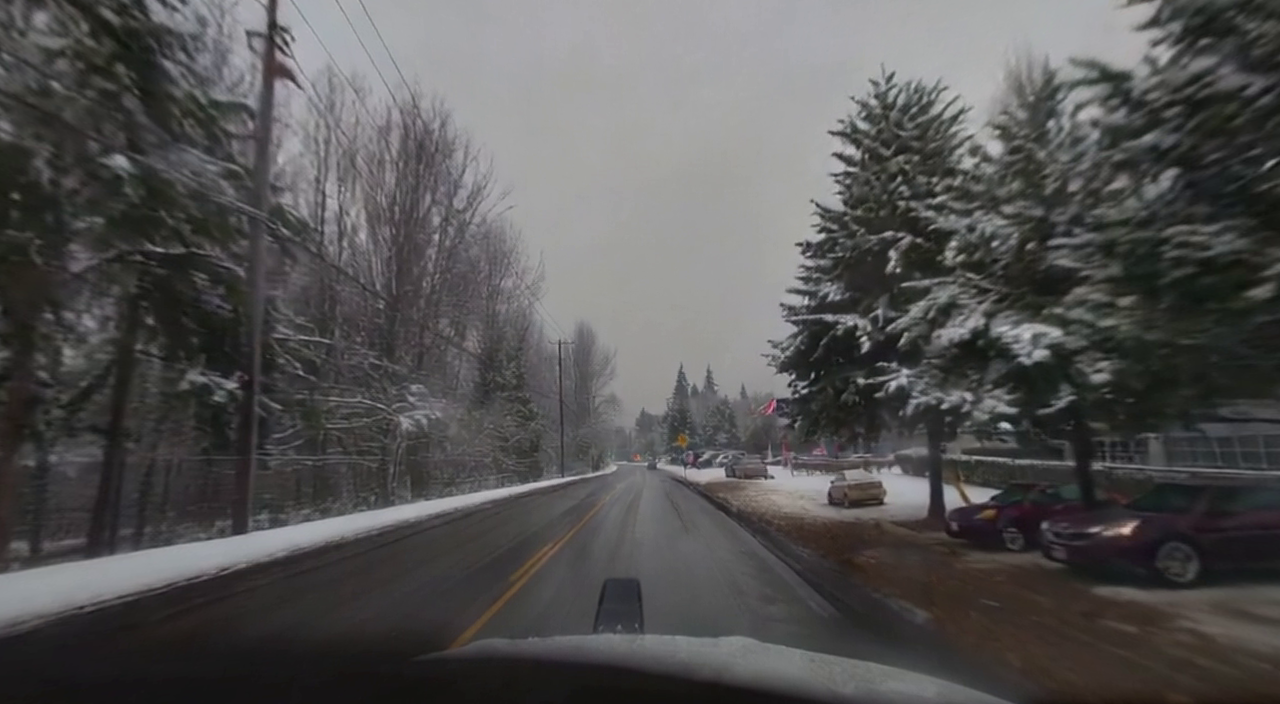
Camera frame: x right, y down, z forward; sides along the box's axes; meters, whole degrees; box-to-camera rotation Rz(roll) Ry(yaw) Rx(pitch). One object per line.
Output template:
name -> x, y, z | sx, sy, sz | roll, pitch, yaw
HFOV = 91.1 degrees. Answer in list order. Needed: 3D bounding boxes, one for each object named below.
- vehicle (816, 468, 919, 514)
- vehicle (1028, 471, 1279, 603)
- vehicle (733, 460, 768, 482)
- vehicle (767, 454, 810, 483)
vehicle -> 8.270, 5.072, 23.241 | 1.981, 1.471, 3.636 | 3, -10, -9
vehicle -> 8.616, 2.660, 9.361 | 4.320, 1.636, 1.887 | 0, -9, 5
vehicle -> 8.152, 8.797, 46.592 | 1.909, 1.496, 4.079 | 0, -9, 1
vehicle -> 10.729, 8.414, 45.749 | 2.113, 1.945, 4.546 | 0, -9, 2
